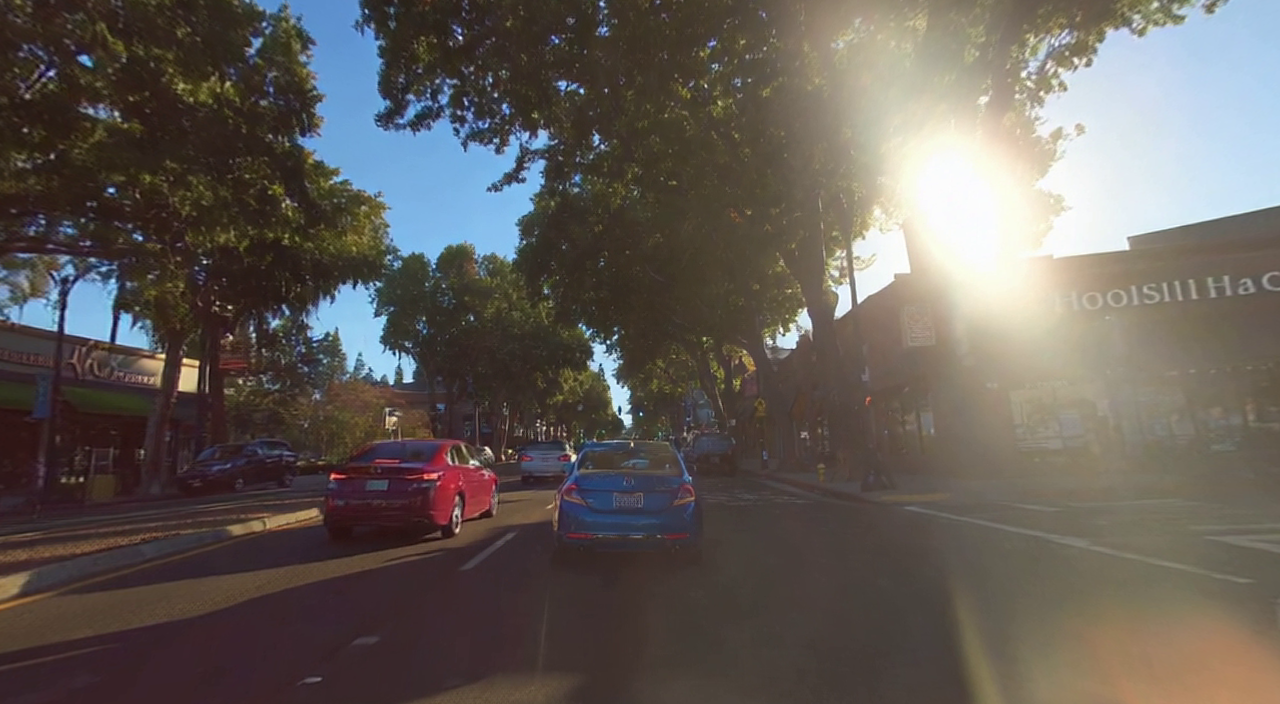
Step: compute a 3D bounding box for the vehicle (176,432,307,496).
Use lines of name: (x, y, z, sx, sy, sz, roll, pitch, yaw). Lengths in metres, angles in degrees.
vehicle: (-19.156, 5.371, 30.806, 2.286, 2.777, 5.926, -1, -9, 2)

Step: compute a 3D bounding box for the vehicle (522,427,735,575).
vehicle: (-0.110, 1.824, 8.499, 2.160, 1.482, 4.037, 0, -9, 0)

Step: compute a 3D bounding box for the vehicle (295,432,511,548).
vehicle: (-3.463, 2.087, 10.174, 1.905, 1.473, 4.016, 0, -9, 0)
